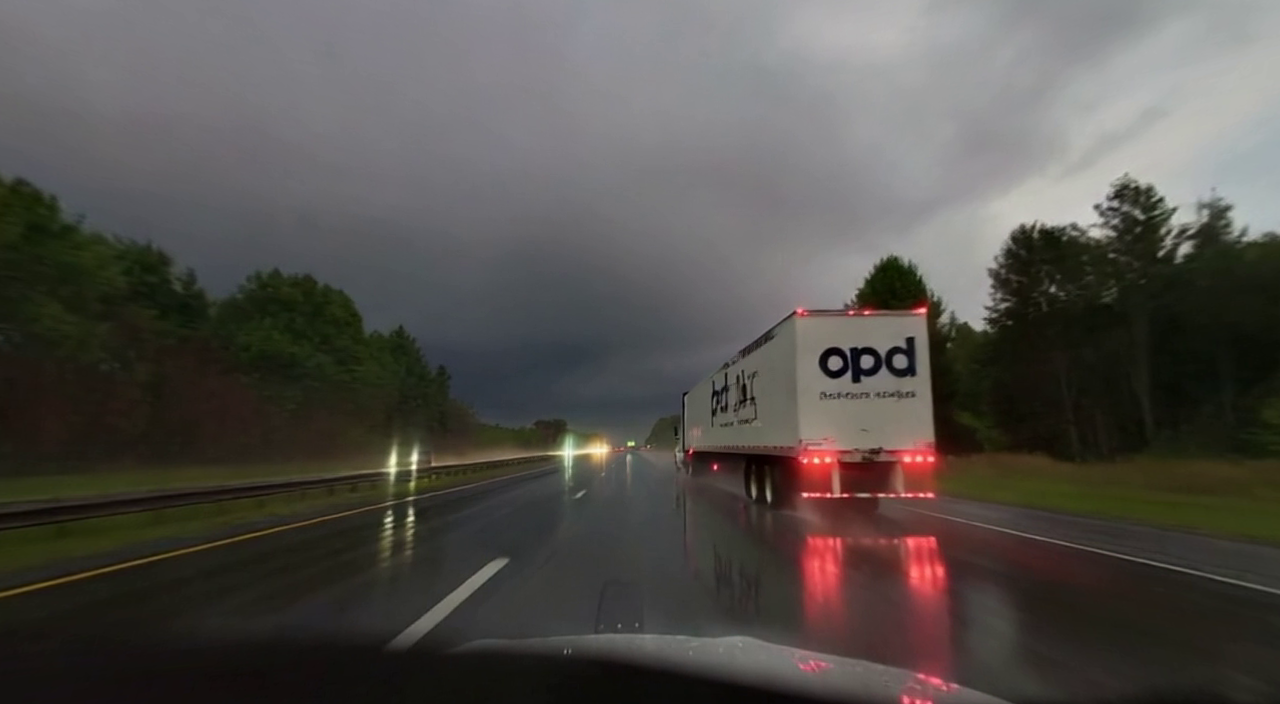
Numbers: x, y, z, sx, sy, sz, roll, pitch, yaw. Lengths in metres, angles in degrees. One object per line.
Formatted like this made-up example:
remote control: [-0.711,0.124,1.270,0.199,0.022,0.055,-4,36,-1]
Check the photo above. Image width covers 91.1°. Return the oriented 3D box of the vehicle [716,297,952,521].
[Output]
vehicle: [3.869,1.586,15.190,2.856,3.933,8.334,0,-9,-1]

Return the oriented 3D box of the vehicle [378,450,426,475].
vehicle: [-17.856,8.293,47.308,1.943,1.722,4.473,0,-9,-1]
